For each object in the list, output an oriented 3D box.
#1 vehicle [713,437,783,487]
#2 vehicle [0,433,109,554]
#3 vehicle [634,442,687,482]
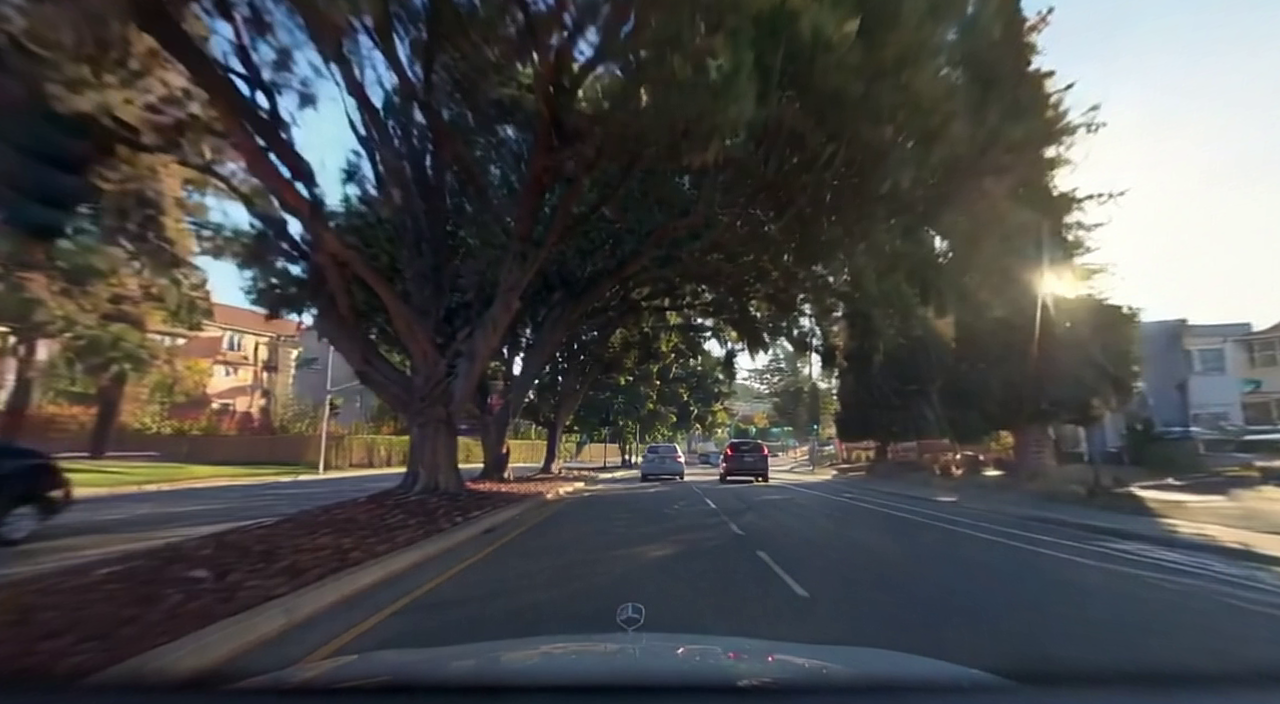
[{"bbox_3d":[4.201,4.329,25.183,2.166,1.799,4.372,-1,-8,2],"label":"vehicle"},{"bbox_3d":[-9.123,1.675,7.144,1.991,1.503,4.688,-1,-8,3],"label":"vehicle"},{"bbox_3d":[1.078,5.333,30.865,2.185,1.822,4.391,-1,-8,7],"label":"vehicle"}]
